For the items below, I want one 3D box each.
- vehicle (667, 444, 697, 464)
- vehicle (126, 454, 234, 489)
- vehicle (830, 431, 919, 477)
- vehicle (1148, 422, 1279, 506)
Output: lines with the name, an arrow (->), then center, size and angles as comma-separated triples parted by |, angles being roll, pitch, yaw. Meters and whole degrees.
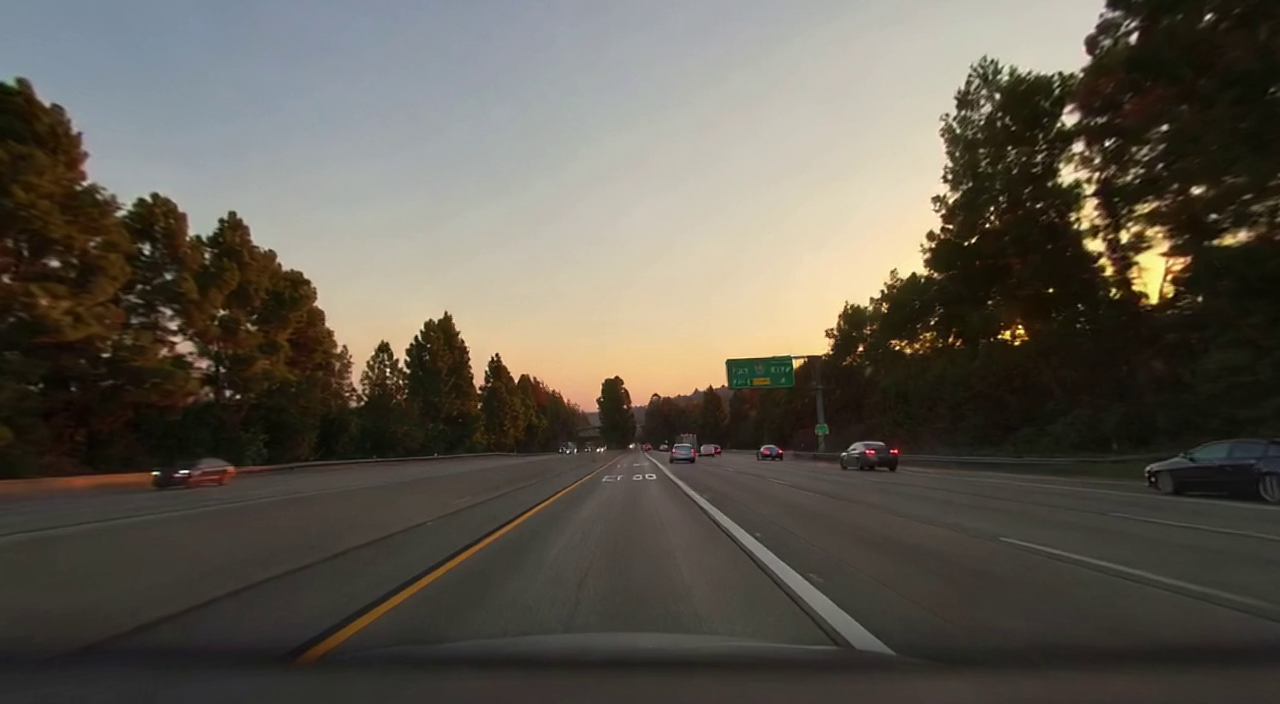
vehicle -> 3.211, 7.937, 49.274 | 1.956, 1.462, 4.397 | 0, -9, -1
vehicle -> -22.356, 5.797, 30.998 | 1.866, 1.526, 4.669 | 0, -9, -2
vehicle -> 10.129, 4.458, 27.703 | 2.098, 1.820, 4.505 | 0, -9, -1
vehicle -> 14.167, 2.467, 14.083 | 1.957, 1.709, 4.387 | 0, -9, -1
